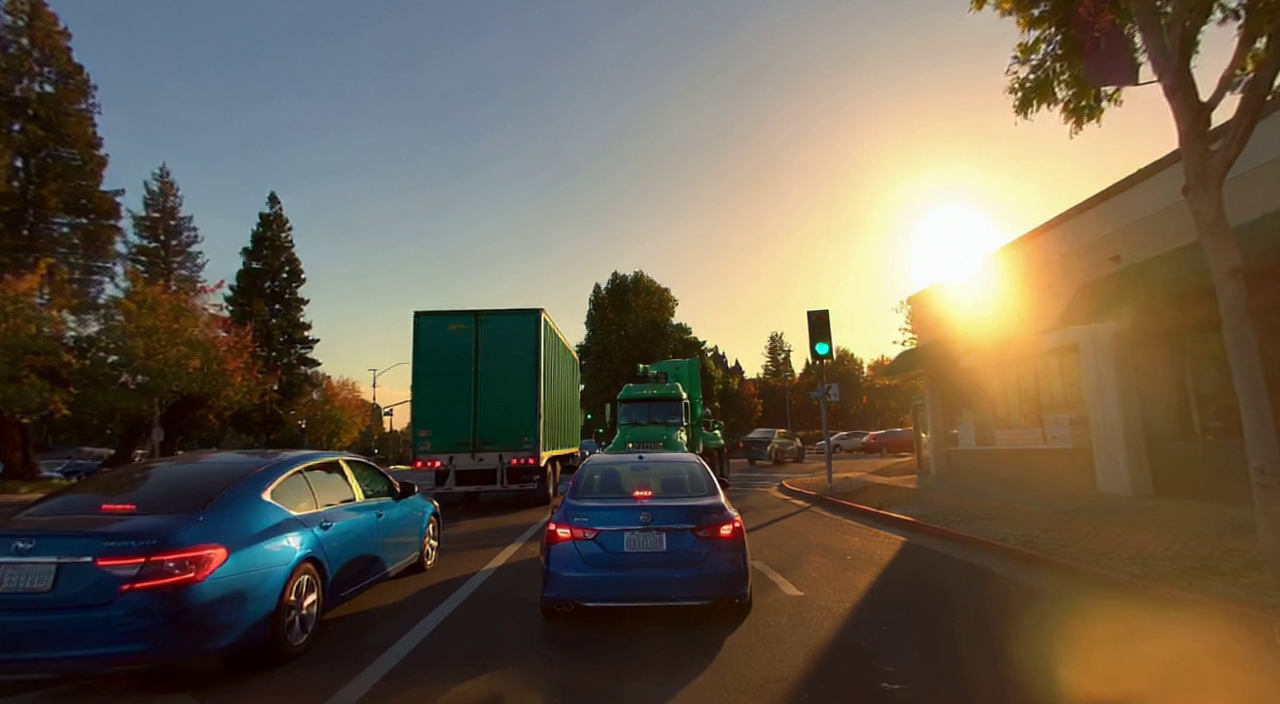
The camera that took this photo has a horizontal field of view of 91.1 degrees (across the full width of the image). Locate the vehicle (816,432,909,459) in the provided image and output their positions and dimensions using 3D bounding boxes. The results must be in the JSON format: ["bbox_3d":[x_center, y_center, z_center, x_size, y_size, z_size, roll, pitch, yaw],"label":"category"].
[{"bbox_3d":[12.631,5.340,35.825,4.574,1.478,1.880,-1,-8,3],"label":"vehicle"}]

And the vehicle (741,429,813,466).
[{"bbox_3d":[7.254,5.128,33.819,2.061,1.845,4.829,1,-9,-10],"label":"vehicle"}]

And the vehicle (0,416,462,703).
[{"bbox_3d":[-3.096,1.366,5.170,1.969,1.471,4.378,0,-8,0],"label":"vehicle"}]

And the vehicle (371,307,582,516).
[{"bbox_3d":[-3.264,1.562,14.962,3.020,3.800,7.105,0,-8,0],"label":"vehicle"}]

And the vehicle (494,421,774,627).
[{"bbox_3d":[-0.098,1.580,6.782,2.067,1.506,4.118,0,-8,-2],"label":"vehicle"}]
